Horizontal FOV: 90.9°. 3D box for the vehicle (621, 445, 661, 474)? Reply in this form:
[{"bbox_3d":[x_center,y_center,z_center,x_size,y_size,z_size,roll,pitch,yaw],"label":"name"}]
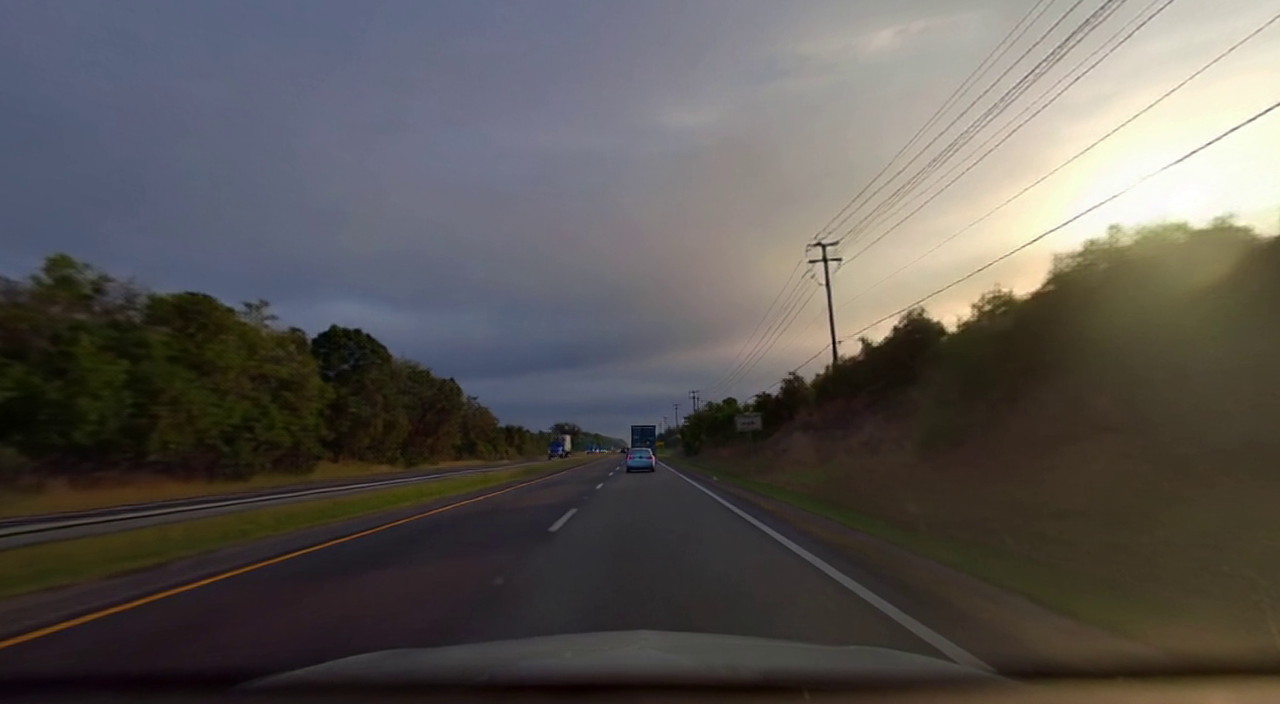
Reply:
[{"bbox_3d":[0.026,5.893,34.669,2.080,1.486,3.813,0,-9,-1],"label":"vehicle"}]
